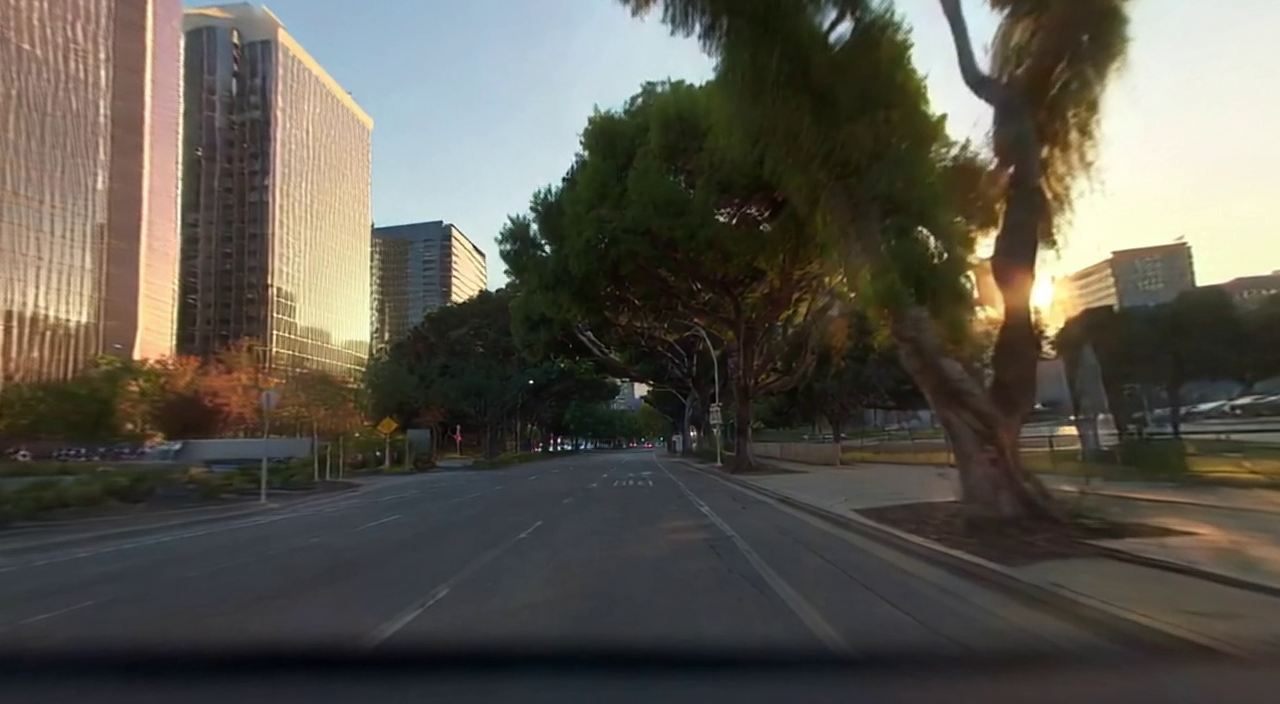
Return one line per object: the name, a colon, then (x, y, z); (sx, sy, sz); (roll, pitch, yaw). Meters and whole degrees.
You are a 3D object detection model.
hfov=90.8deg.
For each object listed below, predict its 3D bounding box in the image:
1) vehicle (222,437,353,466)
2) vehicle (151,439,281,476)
vehicle: (-18.637, 5.307, 33.539); (5.962, 1.458, 1.711); (0, -10, 3)
vehicle: (-20.797, 5.180, 31.154); (4.876, 1.712, 2.166); (0, -9, 3)
